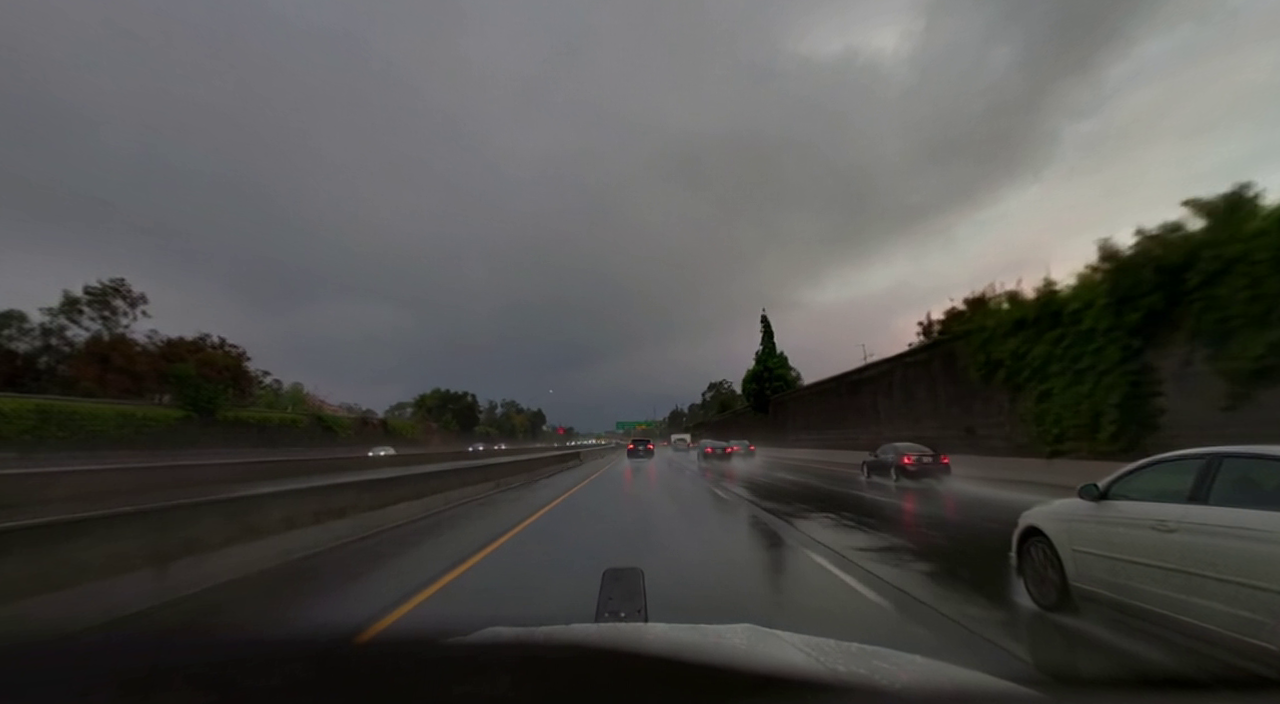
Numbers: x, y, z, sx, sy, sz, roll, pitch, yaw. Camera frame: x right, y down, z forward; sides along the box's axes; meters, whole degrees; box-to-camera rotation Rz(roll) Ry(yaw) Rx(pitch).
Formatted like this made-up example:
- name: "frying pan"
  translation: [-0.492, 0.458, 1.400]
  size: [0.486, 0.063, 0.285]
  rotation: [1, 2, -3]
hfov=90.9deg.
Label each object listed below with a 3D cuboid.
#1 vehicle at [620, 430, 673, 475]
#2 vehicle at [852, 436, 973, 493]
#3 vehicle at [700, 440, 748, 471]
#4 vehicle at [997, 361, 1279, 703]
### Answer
- name: "vehicle"
  translation: [0.272, 4.474, 28.273]
  size: [2.189, 1.852, 4.038]
  rotation: [0, -8, 0]
- name: "vehicle"
  translation: [8.129, 3.361, 19.263]
  size: [1.810, 1.516, 4.183]
  rotation: [0, -8, 0]
- name: "vehicle"
  translation: [4.222, 5.232, 32.112]
  size: [1.825, 1.487, 4.034]
  rotation: [0, -8, -1]
- name: "vehicle"
  translation: [3.769, 0.862, 2.643]
  size: [2.003, 1.661, 4.418]
  rotation: [-1, -8, 1]
